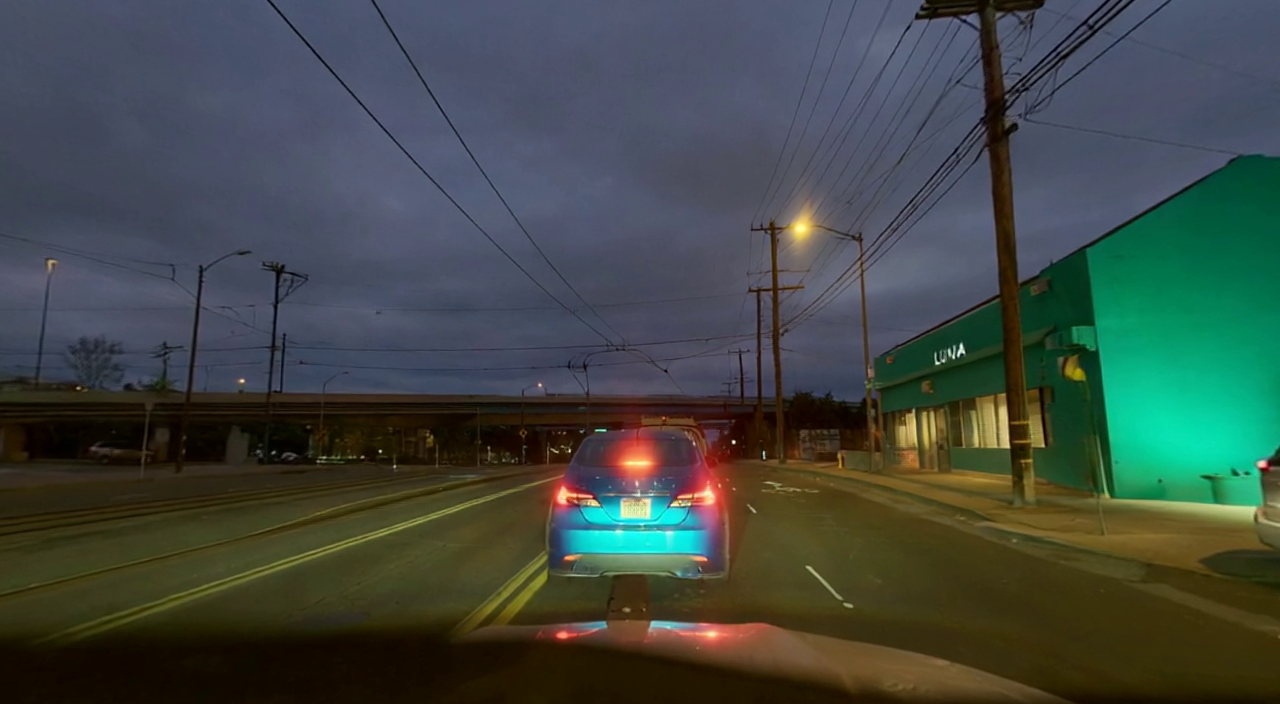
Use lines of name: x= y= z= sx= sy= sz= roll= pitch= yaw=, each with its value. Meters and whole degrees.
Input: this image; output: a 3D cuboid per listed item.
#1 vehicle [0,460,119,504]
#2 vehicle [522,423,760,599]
vehicle: x=-21.953 y=4.674 z=22.830 sx=4.566 sy=1.453 sz=1.935 roll=-1 pitch=-9 yaw=5
vehicle: x=0.091 y=1.704 z=7.613 sx=2.090 sy=1.518 sz=4.033 roll=-1 pitch=-9 yaw=3
